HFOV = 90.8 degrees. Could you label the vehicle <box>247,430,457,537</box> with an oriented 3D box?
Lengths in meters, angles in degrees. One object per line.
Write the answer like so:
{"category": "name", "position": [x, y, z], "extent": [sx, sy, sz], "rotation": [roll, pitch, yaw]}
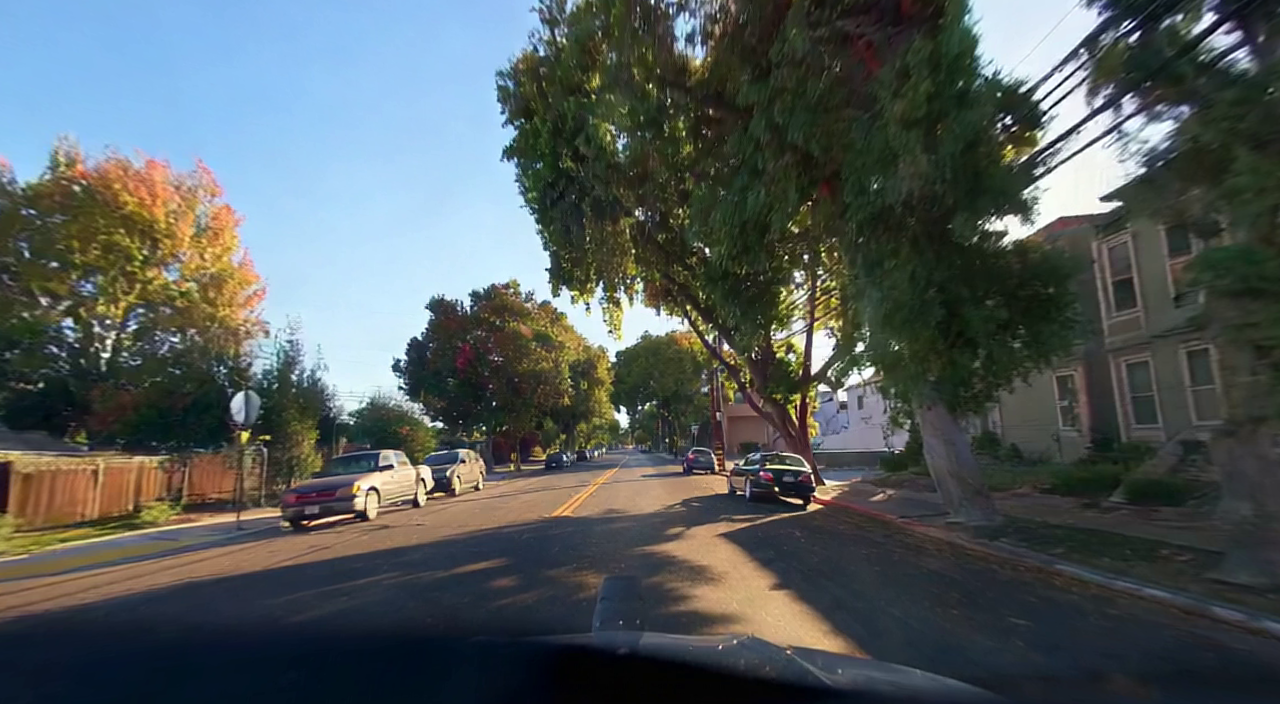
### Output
{"category": "vehicle", "position": [-6.304, 2.916, 14.834], "extent": [2.382, 1.869, 5.476], "rotation": [-4, -9, 0]}

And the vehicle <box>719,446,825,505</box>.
{"category": "vehicle", "position": [3.442, 3.283, 17.316], "extent": [1.802, 1.382, 4.300], "rotation": [0, -8, -3]}

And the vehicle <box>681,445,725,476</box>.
{"category": "vehicle", "position": [3.206, 5.625, 32.992], "extent": [1.843, 1.495, 3.930], "rotation": [0, -8, -1]}
